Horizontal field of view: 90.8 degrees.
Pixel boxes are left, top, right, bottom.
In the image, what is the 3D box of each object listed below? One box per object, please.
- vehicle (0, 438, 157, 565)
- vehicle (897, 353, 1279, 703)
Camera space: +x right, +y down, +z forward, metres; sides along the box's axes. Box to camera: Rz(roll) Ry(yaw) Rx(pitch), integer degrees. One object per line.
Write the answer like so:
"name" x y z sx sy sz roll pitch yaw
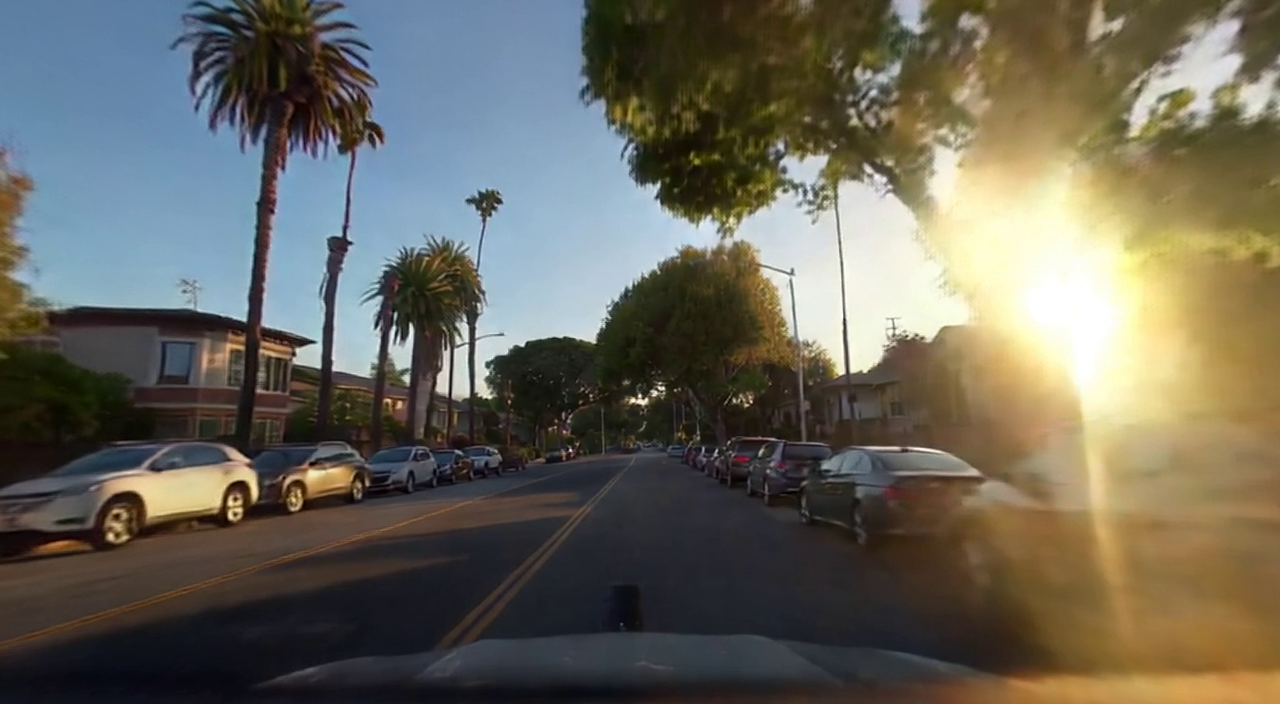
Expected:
"vehicle" -9.789 2.105 9.115 4.027 1.704 1.849 3 -9 -23
"vehicle" 3.542 1.042 3.865 2.016 1.671 4.372 0 -8 -1
